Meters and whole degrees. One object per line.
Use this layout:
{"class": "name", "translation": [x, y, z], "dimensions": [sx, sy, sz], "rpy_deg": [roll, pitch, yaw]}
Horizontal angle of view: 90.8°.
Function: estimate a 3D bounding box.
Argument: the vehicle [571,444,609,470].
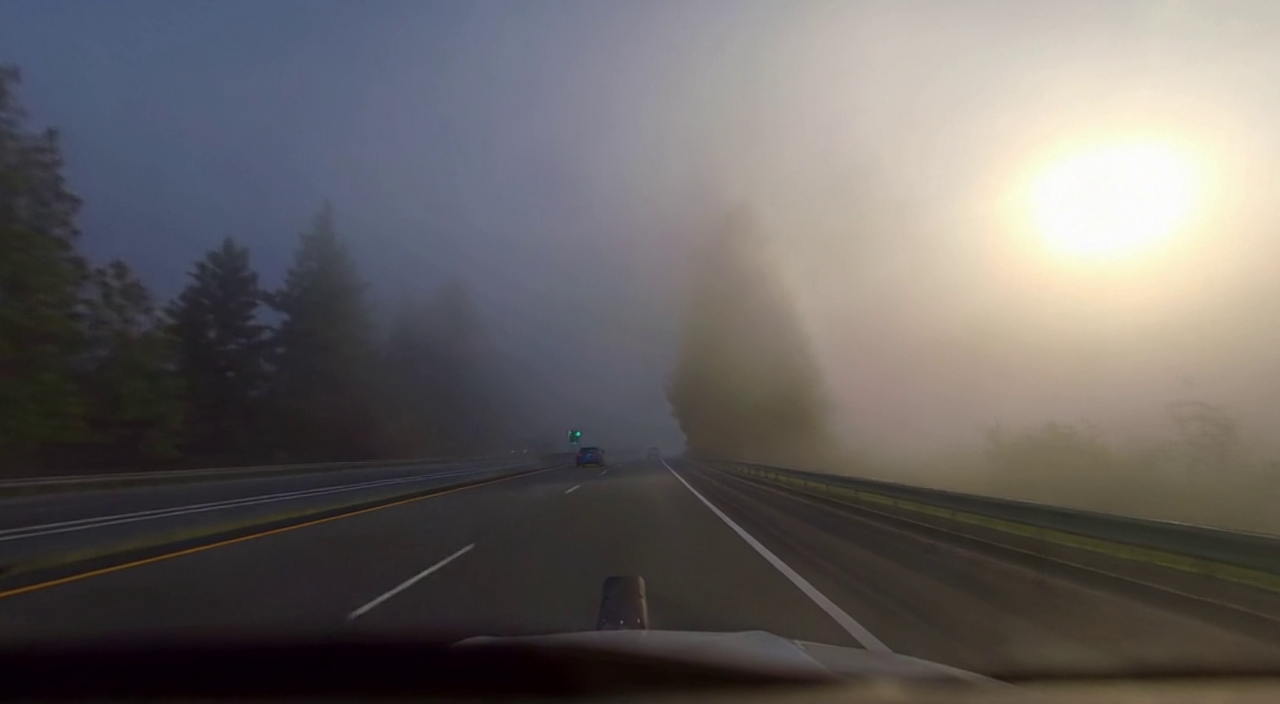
{"class": "vehicle", "translation": [-3.253, 6.908, 41.704], "dimensions": [2.088, 1.586, 4.000], "rpy_deg": [0, -9, 2]}
